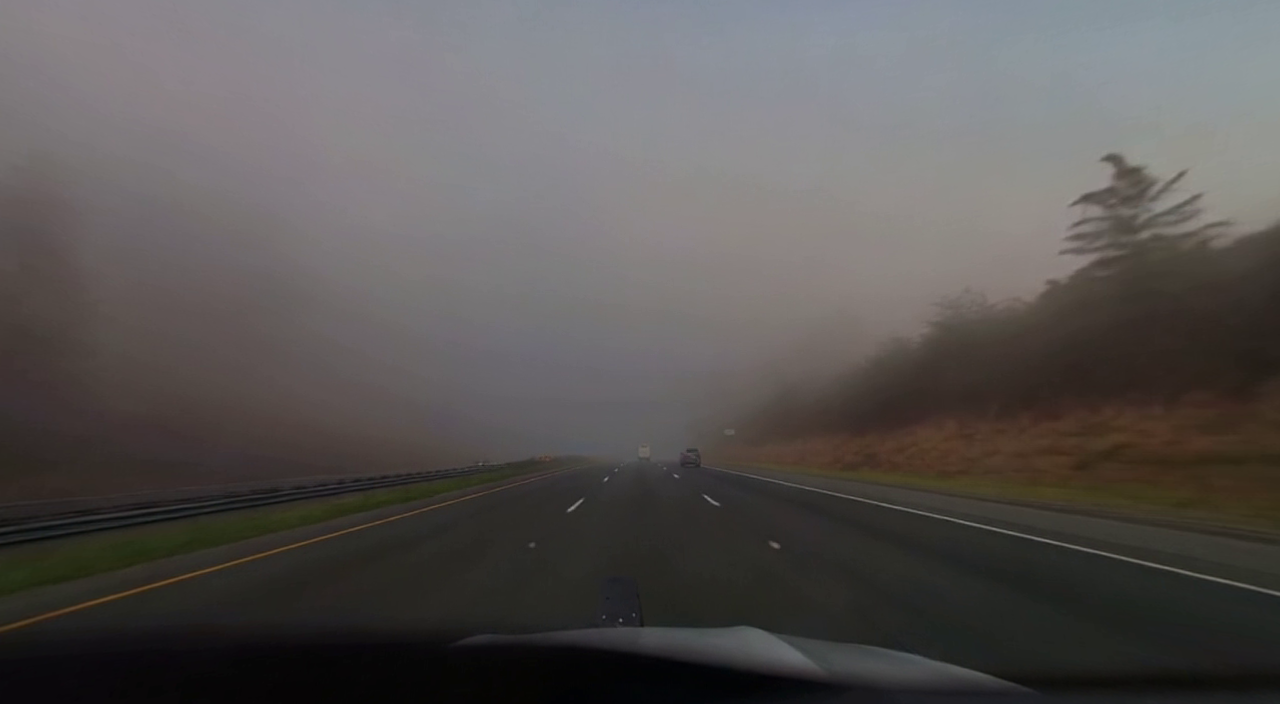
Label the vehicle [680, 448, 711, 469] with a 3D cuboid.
[{"bbox_3d":[4.185,8.134,48.358,1.934,1.498,3.838,0,-9,-2],"label":"vehicle"}]
